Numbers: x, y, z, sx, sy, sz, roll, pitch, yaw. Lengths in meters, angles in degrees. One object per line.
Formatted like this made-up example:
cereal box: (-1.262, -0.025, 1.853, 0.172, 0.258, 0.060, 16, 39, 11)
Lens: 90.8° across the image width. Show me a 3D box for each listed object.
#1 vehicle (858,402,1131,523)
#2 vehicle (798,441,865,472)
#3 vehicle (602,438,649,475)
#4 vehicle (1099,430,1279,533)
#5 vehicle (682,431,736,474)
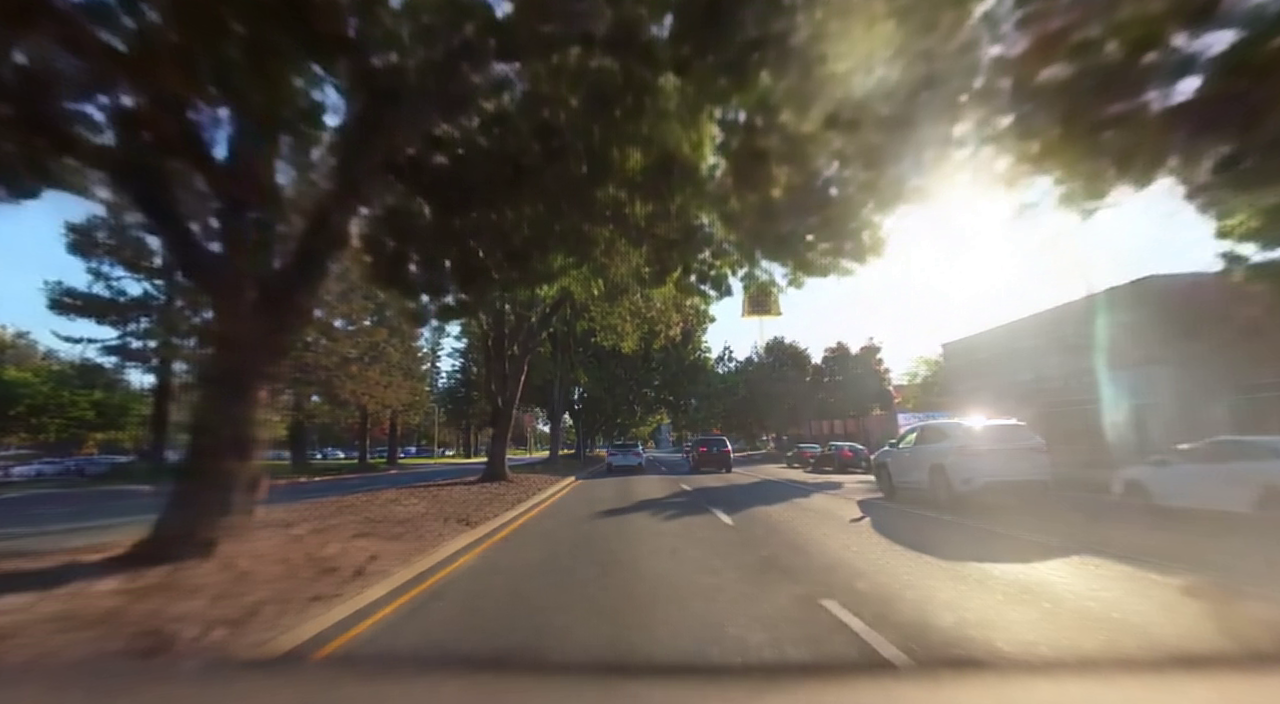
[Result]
vehicle: (6.651, 2.170, 12.964, 2.240, 1.923, 5.678, 0, -8, -1)
vehicle: (10.095, 5.528, 33.685, 1.898, 1.475, 4.860, 0, -8, -2)
vehicle: (-0.657, 4.874, 29.689, 2.037, 1.568, 3.693, 0, -8, 0)
vehicle: (10.176, 2.024, 10.262, 1.970, 1.470, 4.602, 0, -8, 0)
vehicle: (3.150, 4.711, 29.758, 1.955, 1.845, 4.538, 0, -8, -1)
